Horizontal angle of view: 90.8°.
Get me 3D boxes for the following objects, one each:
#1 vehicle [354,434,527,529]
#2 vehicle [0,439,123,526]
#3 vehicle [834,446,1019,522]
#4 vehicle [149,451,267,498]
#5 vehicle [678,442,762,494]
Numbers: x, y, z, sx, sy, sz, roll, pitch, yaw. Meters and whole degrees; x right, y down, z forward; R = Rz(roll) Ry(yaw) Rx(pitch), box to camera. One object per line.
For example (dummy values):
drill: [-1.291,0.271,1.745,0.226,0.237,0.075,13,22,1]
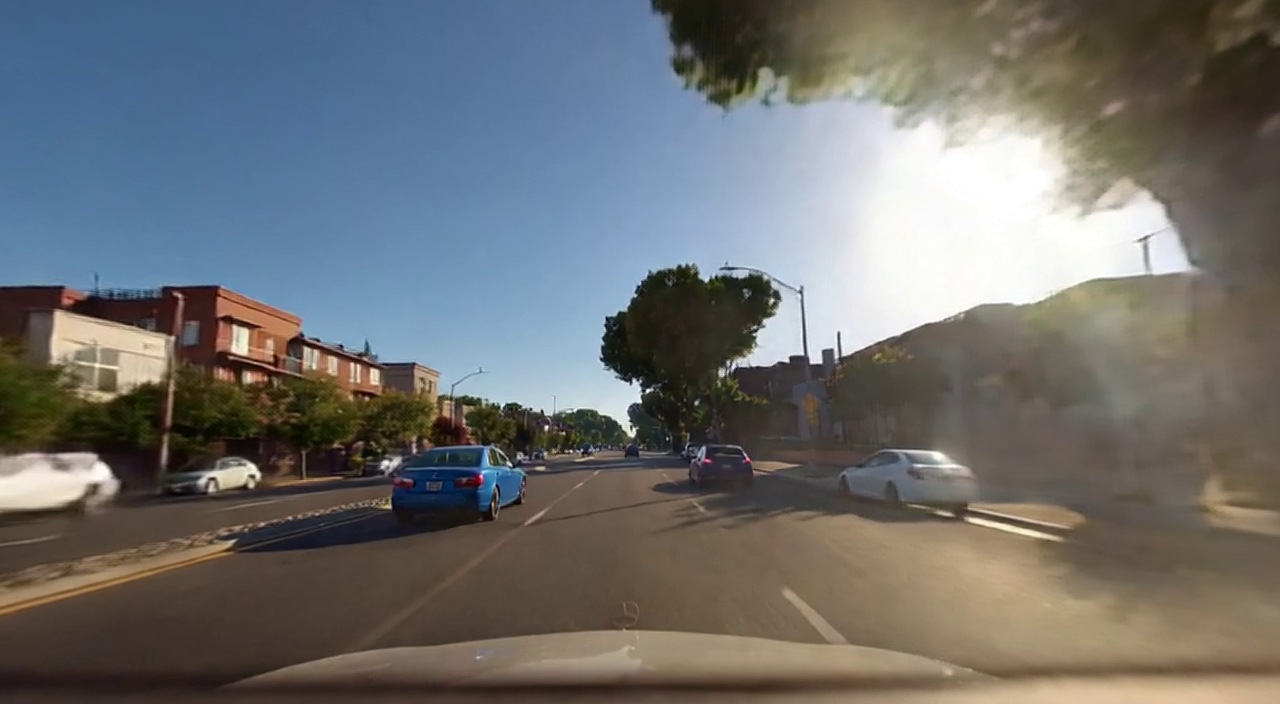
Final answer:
vehicle: [-3.616,2.409,12.350,2.062,1.527,4.044,0,-9,0]
vehicle: [-14.726,2.921,14.291,2.110,1.838,4.623,0,-9,0]
vehicle: [6.250,2.894,14.568,1.881,1.439,4.725,0,-9,-3]
vehicle: [-18.222,5.135,26.968,1.953,1.748,4.440,-2,-9,-1]
vehicle: [2.393,3.627,20.163,1.978,1.471,4.426,0,-9,-2]
